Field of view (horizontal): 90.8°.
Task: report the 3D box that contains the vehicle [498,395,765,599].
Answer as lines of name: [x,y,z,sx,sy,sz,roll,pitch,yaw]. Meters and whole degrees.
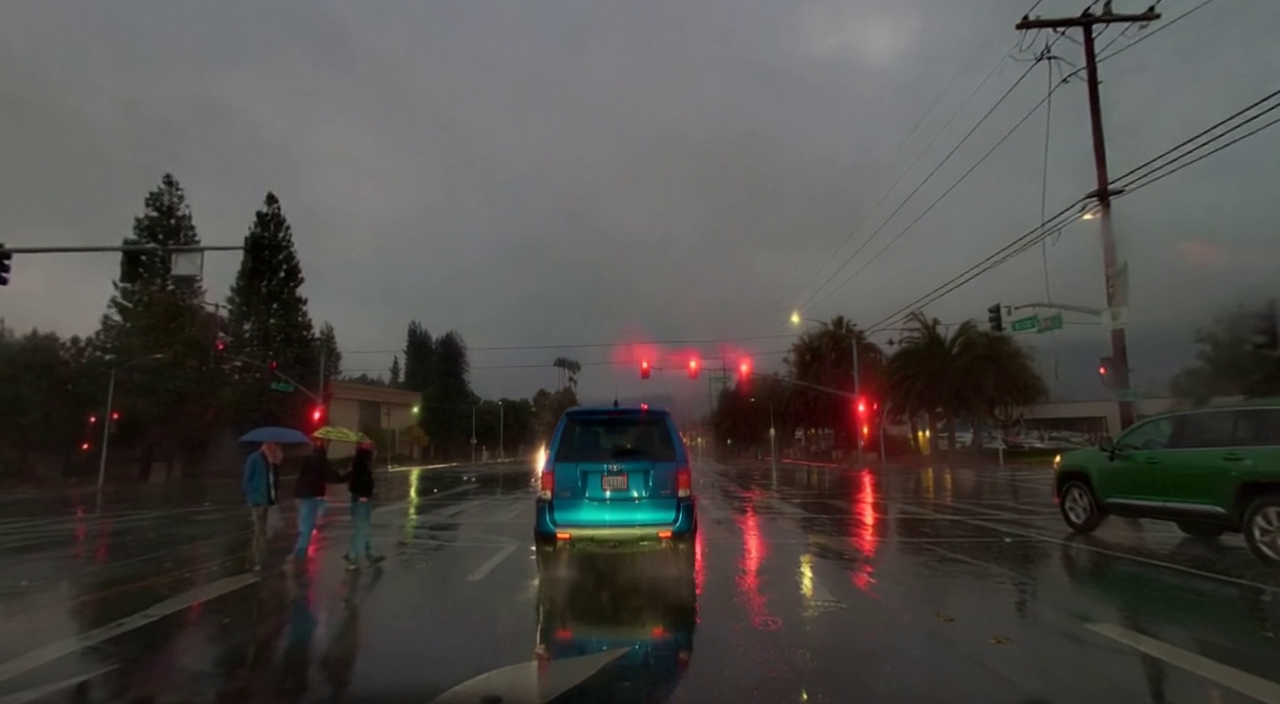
vehicle: [-0.108,1.562,7.627,2.285,1.729,4.252,0,-9,-1]

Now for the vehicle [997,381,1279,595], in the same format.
vehicle: [6.575,1.440,7.242,2.119,1.827,4.806,0,-9,0]
